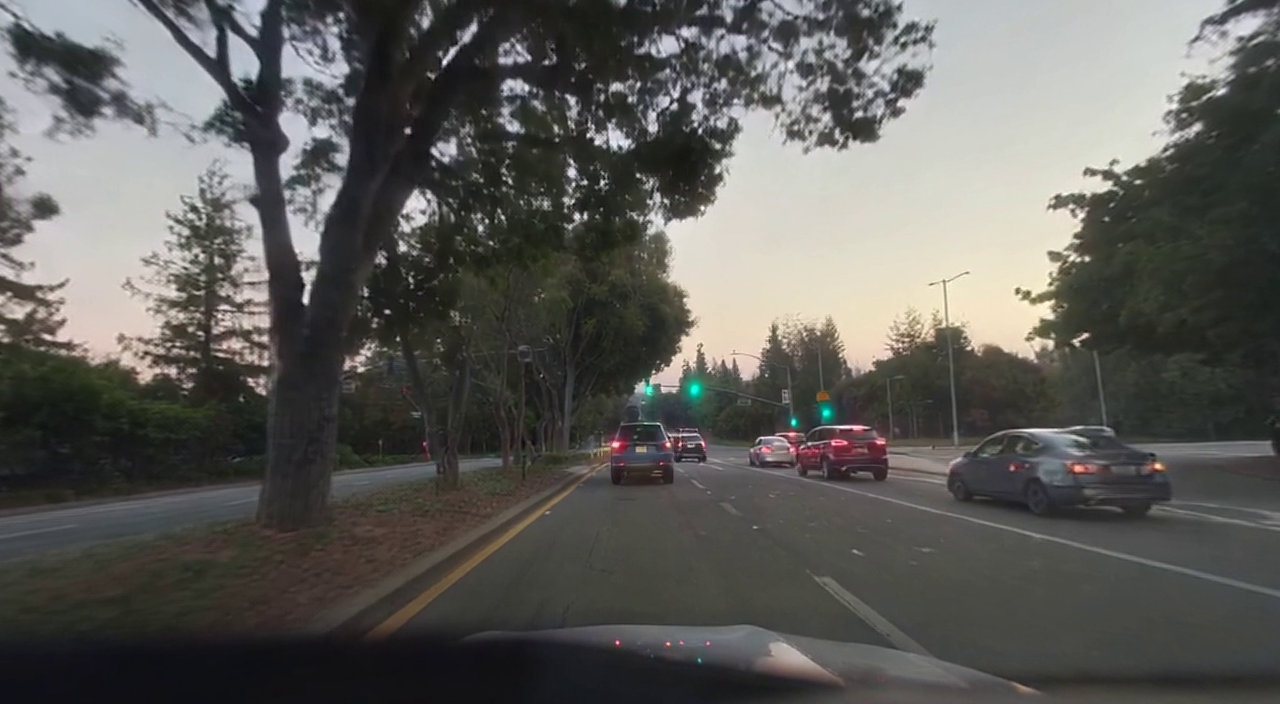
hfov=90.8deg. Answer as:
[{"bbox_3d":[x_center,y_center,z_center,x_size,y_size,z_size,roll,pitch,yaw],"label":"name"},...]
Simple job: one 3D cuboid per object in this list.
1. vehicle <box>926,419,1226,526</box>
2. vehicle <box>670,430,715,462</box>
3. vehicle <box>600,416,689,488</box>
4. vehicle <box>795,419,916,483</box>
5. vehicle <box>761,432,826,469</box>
[{"bbox_3d":[7.353,2.094,11.508,2.004,1.504,4.836,0,-9,0],"label":"vehicle"},{"bbox_3d":[3.224,5.882,39.549,2.388,1.833,4.506,0,-9,-1],"label":"vehicle"},{"bbox_3d":[0.116,2.988,18.950,2.353,1.894,4.122,0,-9,0],"label":"vehicle"},{"bbox_3d":[7.066,3.352,21.500,2.251,1.873,5.346,0,-9,0],"label":"vehicle"},{"bbox_3d":[7.318,4.736,30.534,2.025,1.642,4.189,0,-9,0],"label":"vehicle"}]
